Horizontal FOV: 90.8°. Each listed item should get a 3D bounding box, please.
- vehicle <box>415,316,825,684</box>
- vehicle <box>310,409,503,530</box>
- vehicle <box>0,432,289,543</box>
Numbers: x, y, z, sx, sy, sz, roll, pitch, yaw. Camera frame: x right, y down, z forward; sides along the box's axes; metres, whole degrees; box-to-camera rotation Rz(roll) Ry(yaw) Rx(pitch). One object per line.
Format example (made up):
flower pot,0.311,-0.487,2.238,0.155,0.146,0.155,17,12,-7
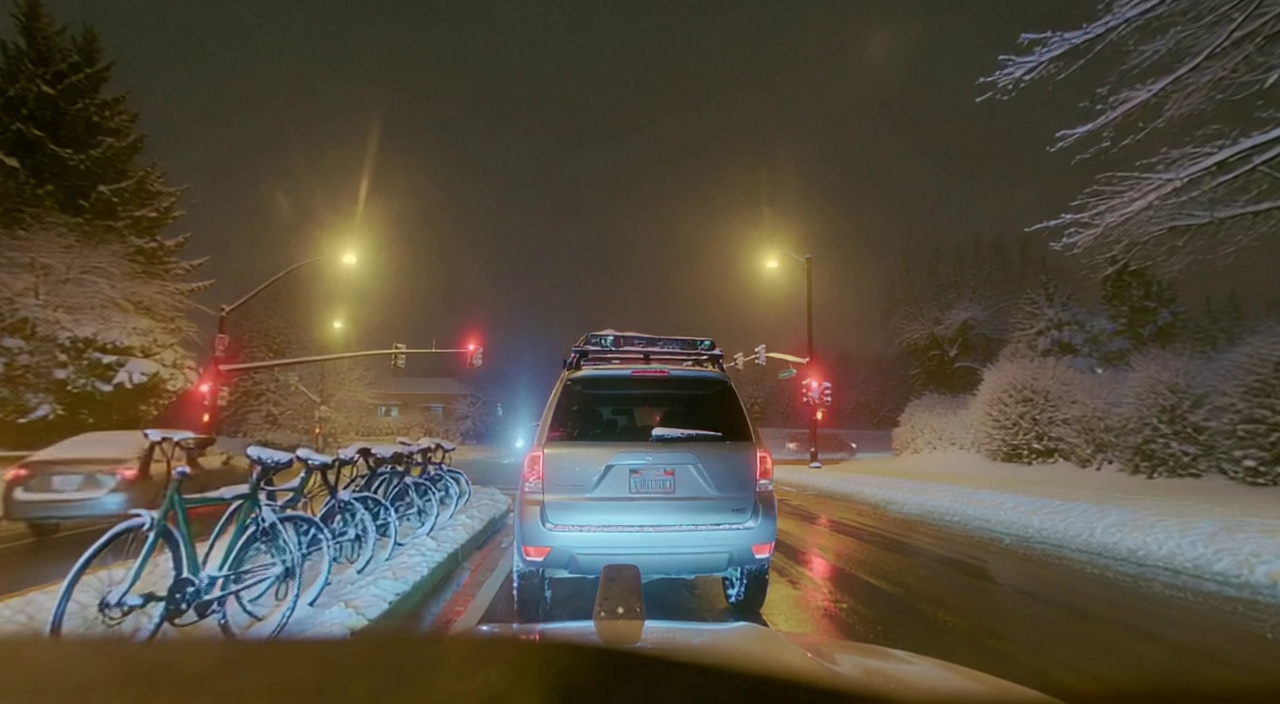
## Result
vehicle,-0.254,1.160,6.006,2.333,2.087,4.586,1,-8,-4
vehicle,-4.223,2.226,12.609,2.337,1.858,5.409,1,-9,-7
vehicle,-8.286,2.180,10.945,2.026,1.479,4.712,1,-8,-5
